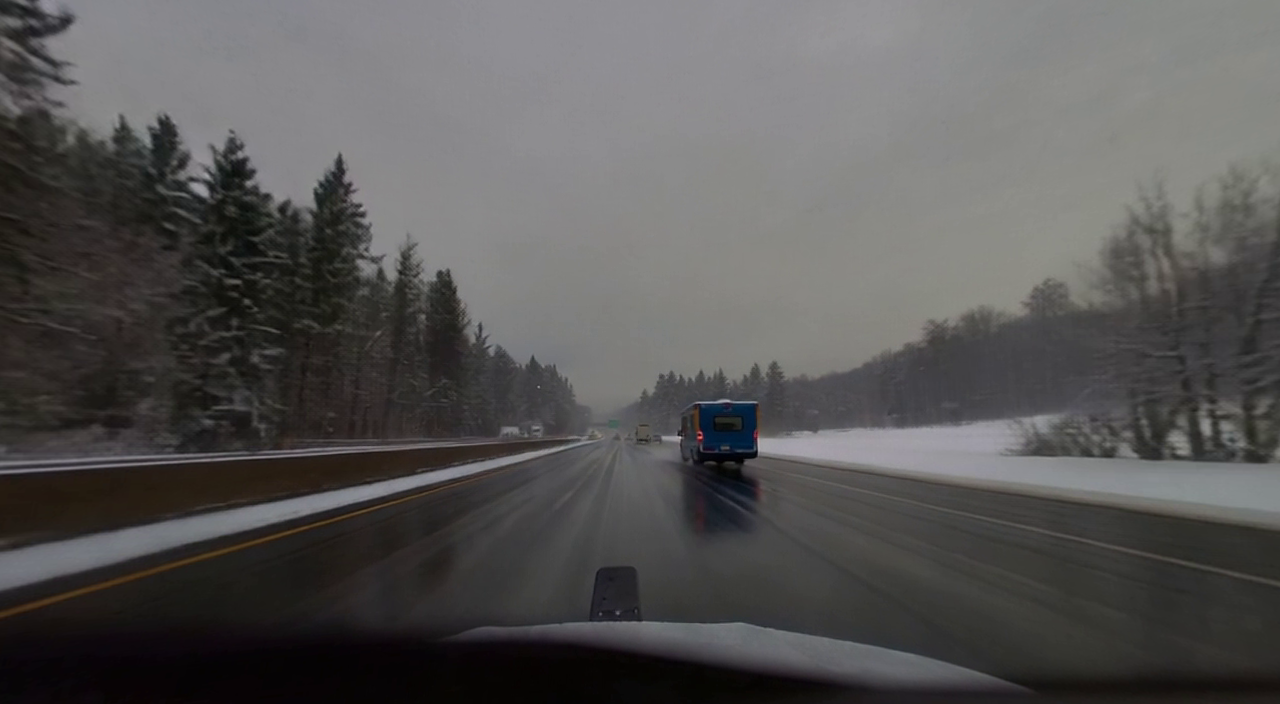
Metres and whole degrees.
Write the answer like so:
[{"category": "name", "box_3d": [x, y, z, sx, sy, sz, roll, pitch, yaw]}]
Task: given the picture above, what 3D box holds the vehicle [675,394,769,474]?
[{"category": "vehicle", "box_3d": [3.198, 3.470, 26.598, 2.815, 2.876, 7.101, 0, -8, -2]}]
